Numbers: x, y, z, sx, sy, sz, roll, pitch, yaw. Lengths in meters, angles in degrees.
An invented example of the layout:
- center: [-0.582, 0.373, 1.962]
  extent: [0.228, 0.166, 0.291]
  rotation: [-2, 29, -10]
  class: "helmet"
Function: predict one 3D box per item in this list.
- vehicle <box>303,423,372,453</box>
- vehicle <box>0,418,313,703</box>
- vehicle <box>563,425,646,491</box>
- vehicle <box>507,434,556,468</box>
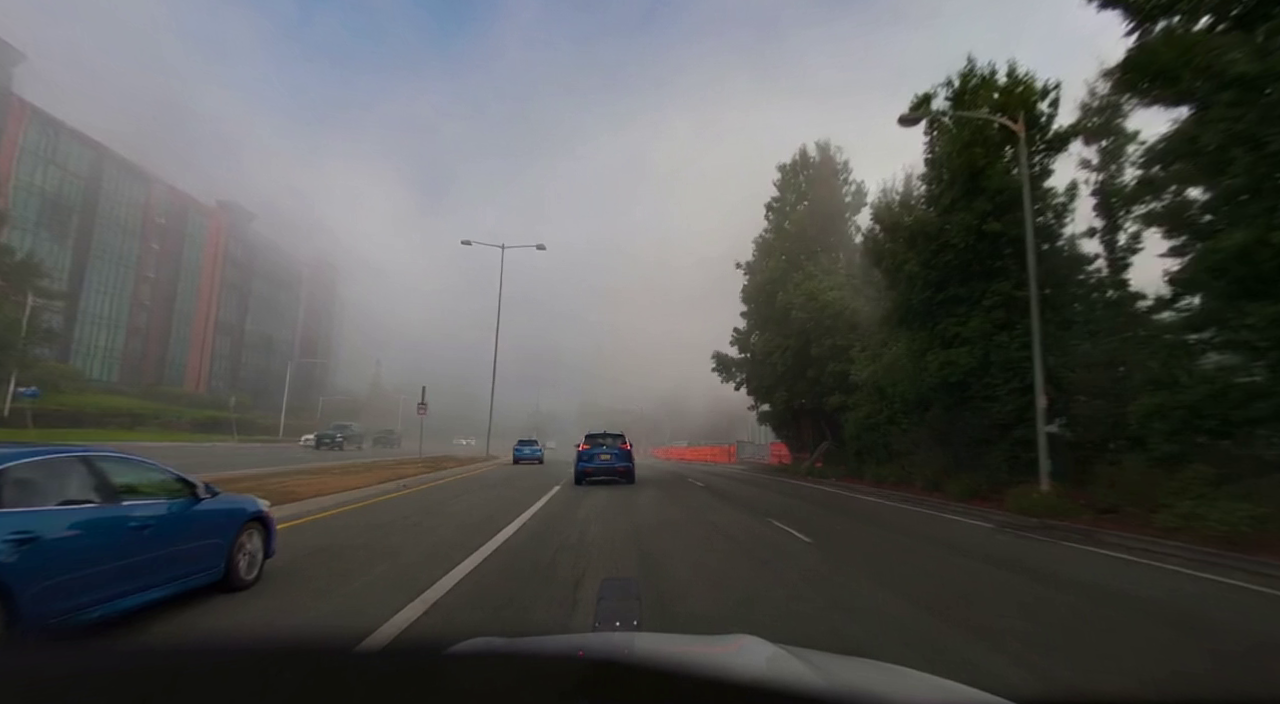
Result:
- center: [-16.554, 4.739, 34.740]
  extent: [1.921, 1.526, 4.318]
  rotation: [1, -8, -4]
  class: "vehicle"
- center: [-3.958, 1.134, 3.817]
  extent: [1.848, 1.406, 4.013]
  rotation: [0, -8, -1]
  class: "vehicle"
- center: [-0.907, 2.690, 16.376]
  extent: [1.913, 1.499, 3.581]
  rotation: [0, -8, -3]
  class: "vehicle"
- center: [-5.111, 4.679, 30.126]
  extent: [1.888, 1.486, 4.310]
  rotation: [1, -8, -5]
  class: "vehicle"
